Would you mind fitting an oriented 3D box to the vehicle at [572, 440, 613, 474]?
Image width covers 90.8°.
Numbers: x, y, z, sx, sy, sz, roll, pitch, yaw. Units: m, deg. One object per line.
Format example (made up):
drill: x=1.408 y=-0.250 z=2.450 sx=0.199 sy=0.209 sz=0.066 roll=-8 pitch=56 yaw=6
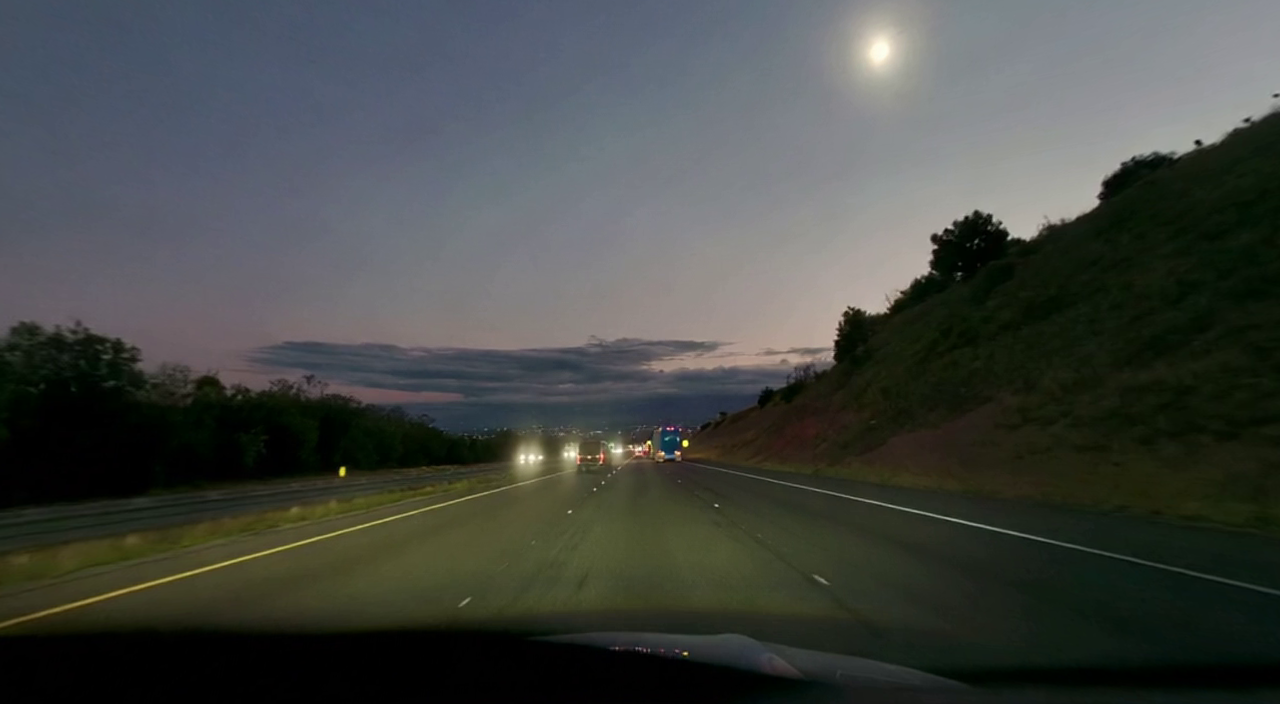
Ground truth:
vehicle: x=-2.912 y=6.564 z=39.649 sx=2.190 sy=1.949 sz=4.883 roll=-1 pitch=-9 yaw=0
